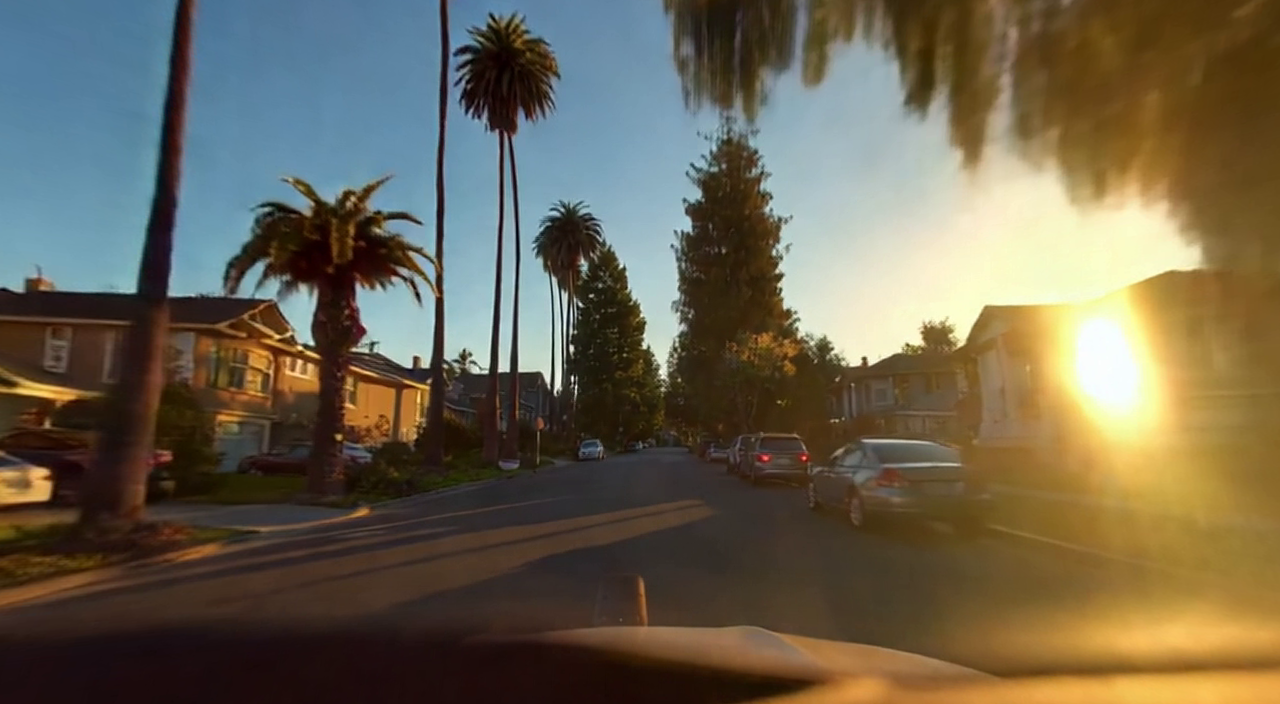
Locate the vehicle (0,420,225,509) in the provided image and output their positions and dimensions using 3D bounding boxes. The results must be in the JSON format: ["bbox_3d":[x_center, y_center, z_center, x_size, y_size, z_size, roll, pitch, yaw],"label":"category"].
[{"bbox_3d":[-13.233,2.707,15.486,4.576,1.977,2.153,0,-8,3],"label":"vehicle"}]

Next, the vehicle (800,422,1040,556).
[{"bbox_3d":[4.357,2.172,10.950,1.971,1.663,5.076,2,-8,1],"label":"vehicle"}]

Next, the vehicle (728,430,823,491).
[{"bbox_3d":[4.356,3.578,21.243,2.166,1.766,5.186,0,-8,2],"label":"vehicle"}]

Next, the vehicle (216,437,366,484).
[{"bbox_3d":[-12.961,4.032,23.676,4.448,1.679,1.972,0,-8,2],"label":"vehicle"}]
